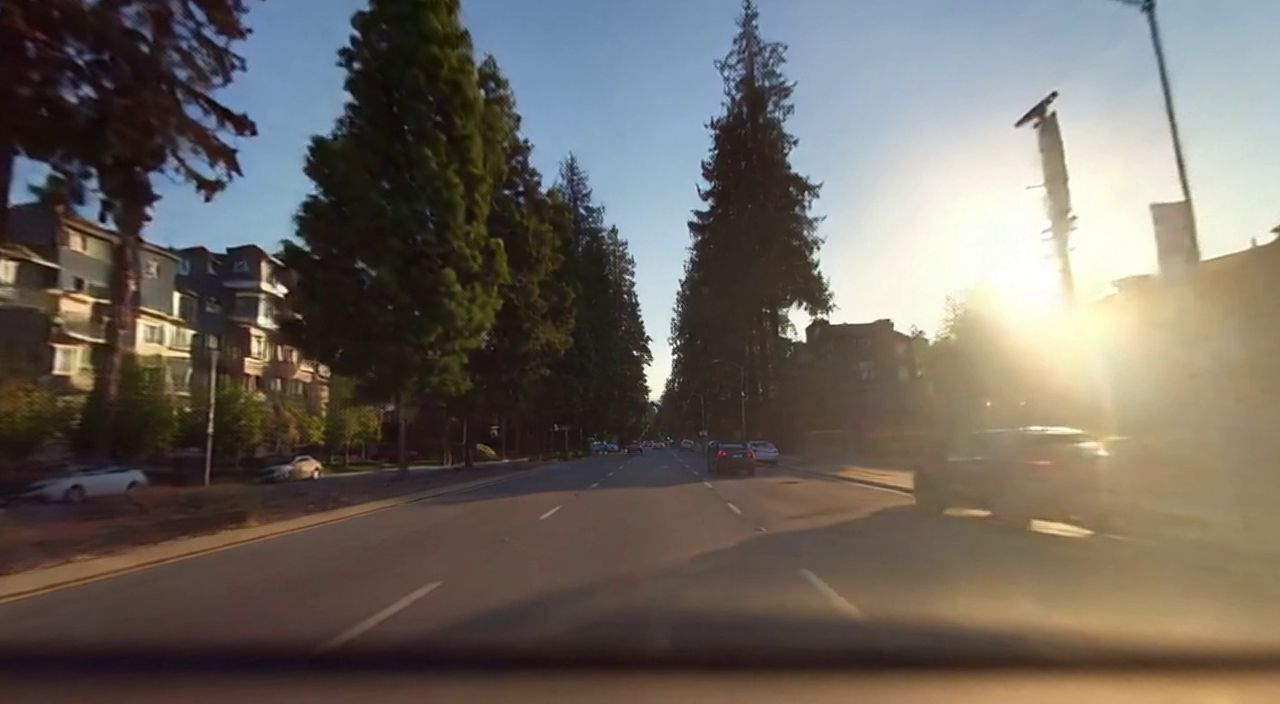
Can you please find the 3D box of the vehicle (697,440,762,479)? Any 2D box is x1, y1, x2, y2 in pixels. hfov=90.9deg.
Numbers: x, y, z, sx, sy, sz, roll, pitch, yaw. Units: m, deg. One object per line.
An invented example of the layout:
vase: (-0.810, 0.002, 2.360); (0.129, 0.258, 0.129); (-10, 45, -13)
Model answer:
vehicle: (3.716, 4.564, 26.921); (2.128, 1.502, 4.572); (0, -9, 1)

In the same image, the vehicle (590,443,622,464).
vehicle: (-2.534, 7.754, 48.164); (2.049, 1.485, 4.656); (0, -9, 1)

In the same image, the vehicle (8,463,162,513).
vehicle: (-22.098, 5.408, 25.444); (1.882, 1.479, 4.822); (-7, -9, 1)

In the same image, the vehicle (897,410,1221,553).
vehicle: (6.531, 2.080, 10.845); (2.092, 1.849, 5.068); (0, -9, 1)

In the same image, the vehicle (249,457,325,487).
vehicle: (-22.126, 7.482, 39.699); (1.883, 1.671, 4.779); (-1, -9, 2)
